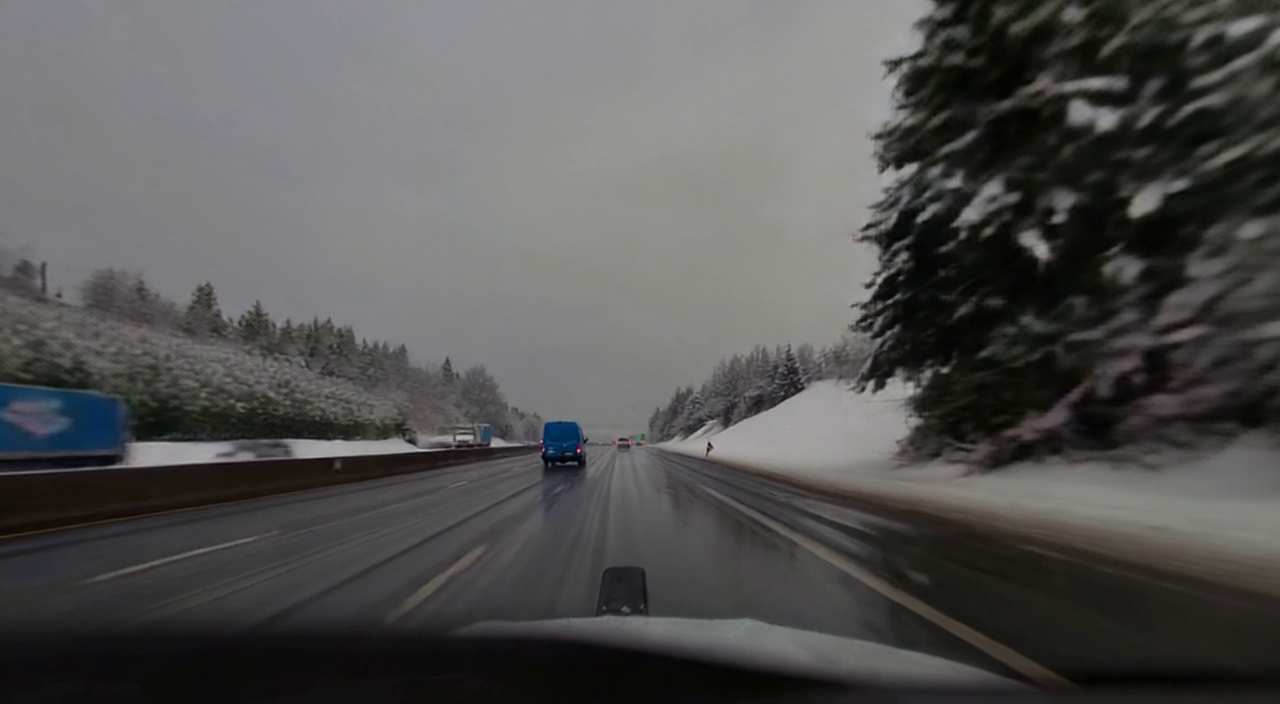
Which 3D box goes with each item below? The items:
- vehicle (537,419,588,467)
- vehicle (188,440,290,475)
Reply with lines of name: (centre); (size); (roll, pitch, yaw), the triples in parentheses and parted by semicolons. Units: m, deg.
vehicle: (-4.272, 5.190, 35.789); (2.329, 2.483, 5.428); (0, -8, -1)
vehicle: (-20.066, 5.279, 31.747); (1.945, 1.597, 4.953); (0, -8, -1)
